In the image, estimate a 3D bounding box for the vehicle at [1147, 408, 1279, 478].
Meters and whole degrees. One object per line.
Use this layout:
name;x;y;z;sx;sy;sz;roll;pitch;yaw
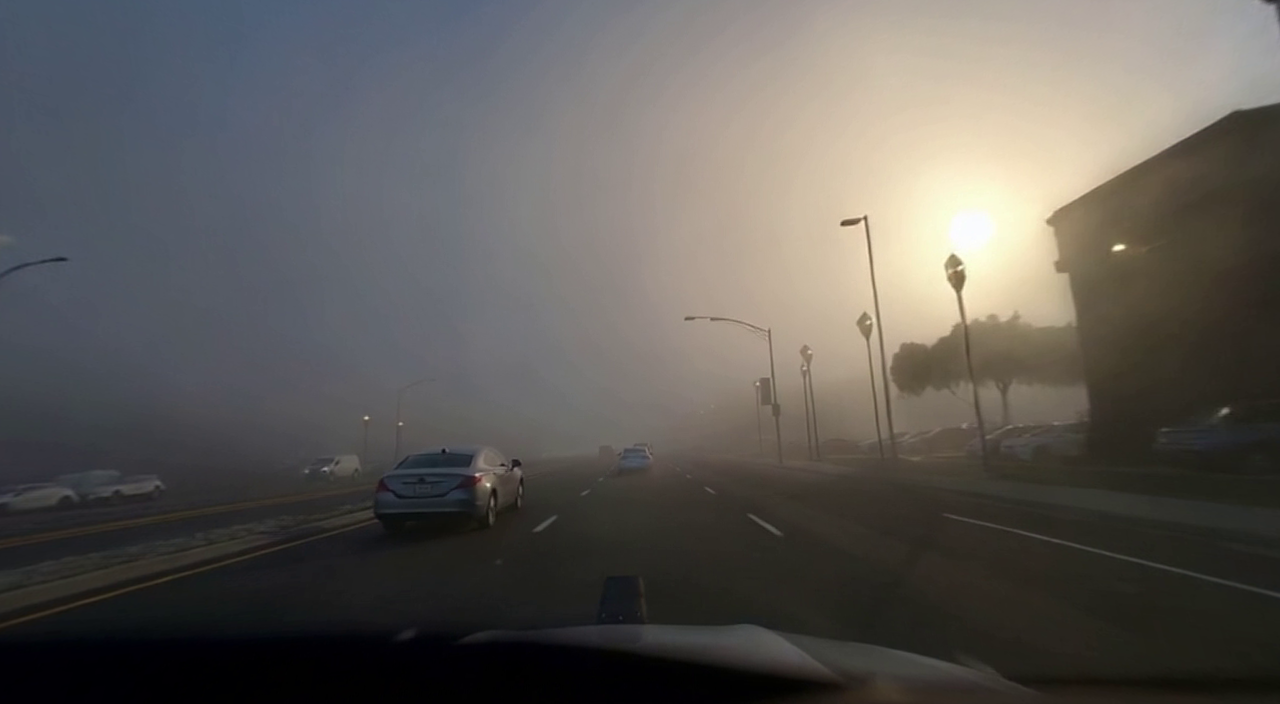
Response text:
vehicle;14.638;2.071;14.369;4.363;1.485;1.964;0;-9;1

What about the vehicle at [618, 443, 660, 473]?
vehicle;-0.072;5.532;33.057;2.019;1.459;4.005;0;-9;-1

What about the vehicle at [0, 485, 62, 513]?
vehicle;-37.119;8.691;37.256;4.103;1.444;1.795;0;-9;2

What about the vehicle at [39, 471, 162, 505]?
vehicle;-31.963;8.059;37.426;5.325;1.814;2.128;0;-9;1

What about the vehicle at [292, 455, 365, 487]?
vehicle;-22.979;8.744;46.777;2.416;2.082;6.190;0;-9;-2

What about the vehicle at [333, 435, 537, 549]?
vehicle;-3.091;2.202;10.603;1.939;1.496;4.309;0;-9;1
